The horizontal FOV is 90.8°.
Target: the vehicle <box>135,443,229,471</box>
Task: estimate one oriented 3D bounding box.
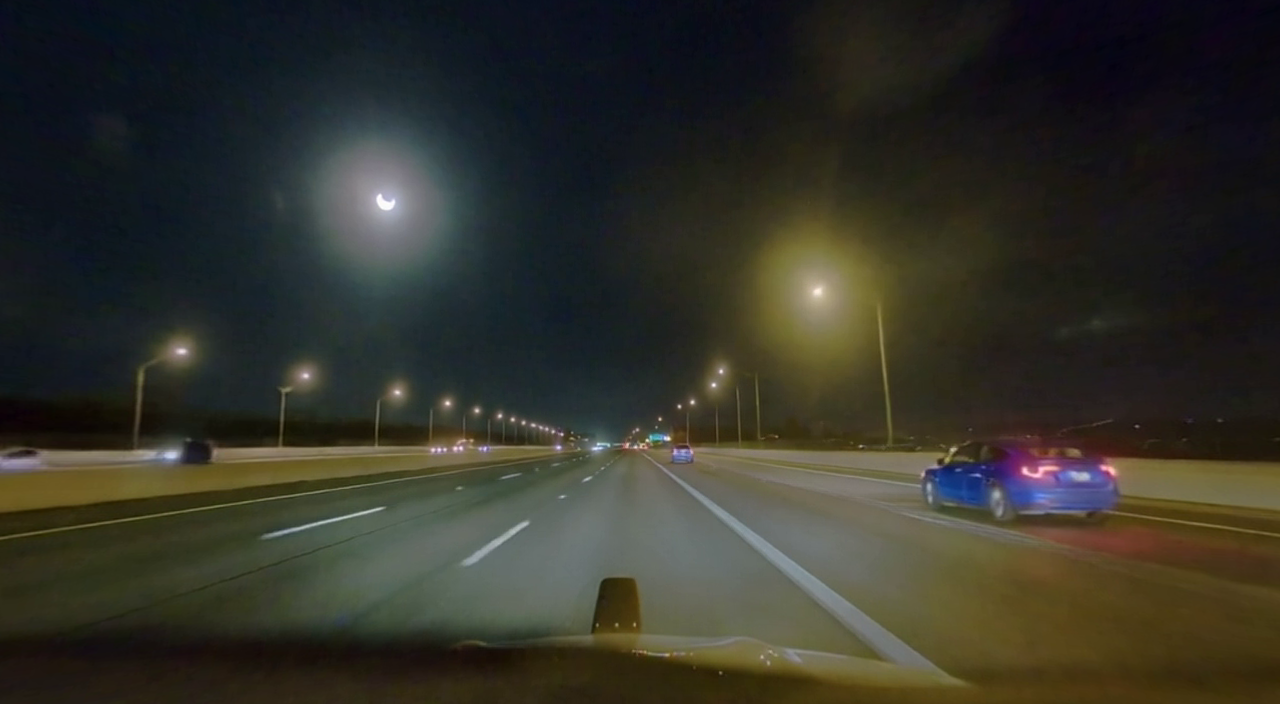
[{"bbox_3d":[-28.504,6.536,39.580,2.125,1.654,5.097,0,-8,-1],"label":"vehicle"}]

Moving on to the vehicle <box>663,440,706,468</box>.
[{"bbox_3d":[2.639,6.218,38.540,2.270,1.615,3.770,0,-8,-1],"label":"vehicle"}]

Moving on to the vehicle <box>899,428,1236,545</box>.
[{"bbox_3d":[6.697,2.154,10.919,2.227,1.522,5.041,0,-8,-1],"label":"vehicle"}]
